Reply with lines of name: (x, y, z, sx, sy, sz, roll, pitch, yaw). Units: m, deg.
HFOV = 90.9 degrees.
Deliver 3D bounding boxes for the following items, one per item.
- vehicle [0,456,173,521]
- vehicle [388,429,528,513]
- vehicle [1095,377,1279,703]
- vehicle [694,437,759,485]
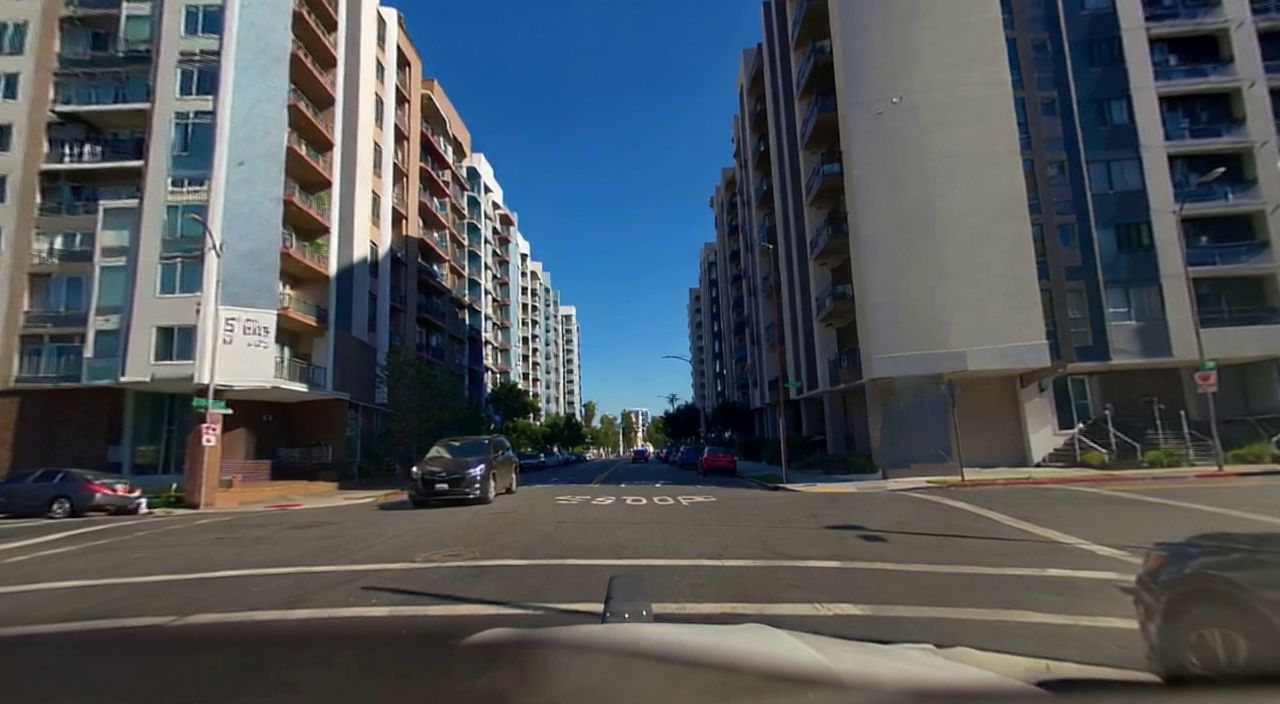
vehicle: (-17.367, 3.994, 18.678, 5.354, 1.773, 1.991, 0, -9, 0)
vehicle: (-4.429, 2.995, 16.254, 2.201, 1.801, 4.750, 0, -9, 0)
vehicle: (3.477, 0.753, 1.225, 1.994, 1.697, 4.274, -1, -9, 1)
vehicle: (3.584, 4.628, 26.988, 2.164, 1.721, 4.416, -4, -9, 1)
